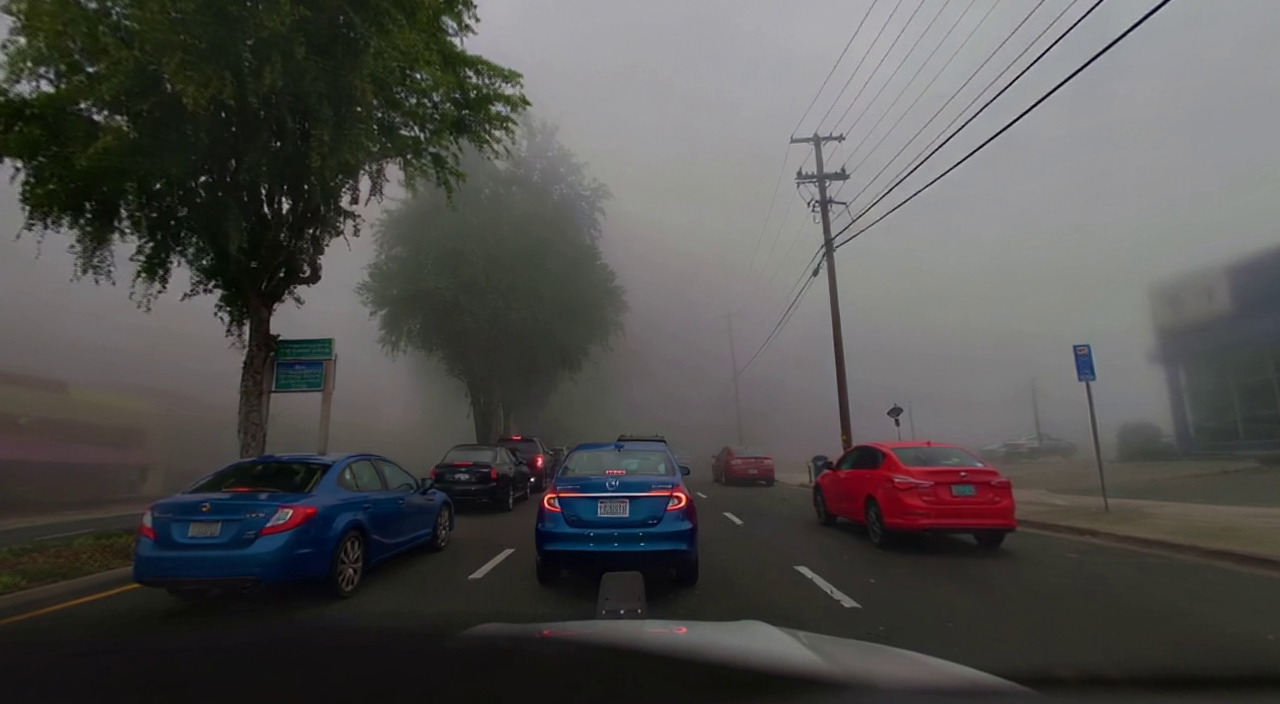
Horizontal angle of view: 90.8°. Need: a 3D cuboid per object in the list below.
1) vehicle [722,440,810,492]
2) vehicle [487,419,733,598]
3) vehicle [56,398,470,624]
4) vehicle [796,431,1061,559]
[{"bbox_3d":[3.821,3.527,19.861,1.876,1.456,4.025,0,-9,-1],"label":"vehicle"},{"bbox_3d":[-0.312,1.633,7.398,2.097,1.511,3.809,0,-9,-2],"label":"vehicle"},{"bbox_3d":[-3.437,1.524,6.988,1.979,1.697,4.254,0,-9,-1],"label":"vehicle"},{"bbox_3d":[3.922,2.000,9.606,1.909,1.473,4.361,0,-9,-1],"label":"vehicle"}]
